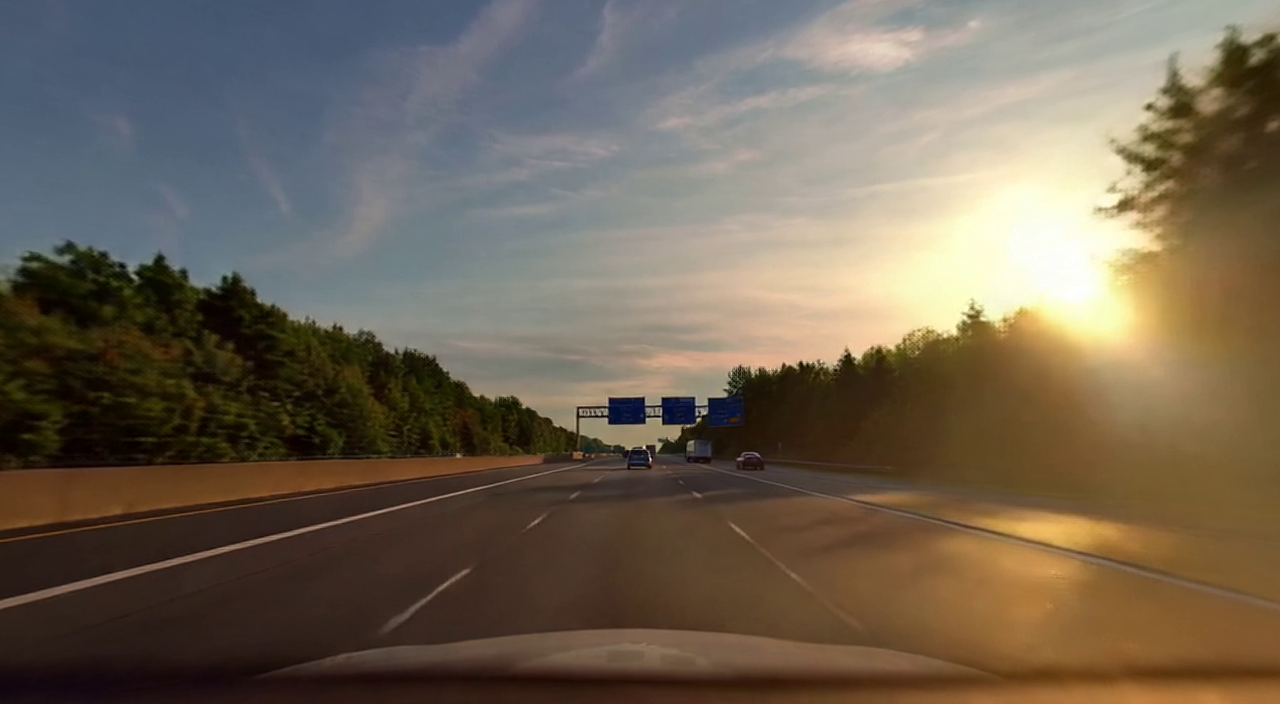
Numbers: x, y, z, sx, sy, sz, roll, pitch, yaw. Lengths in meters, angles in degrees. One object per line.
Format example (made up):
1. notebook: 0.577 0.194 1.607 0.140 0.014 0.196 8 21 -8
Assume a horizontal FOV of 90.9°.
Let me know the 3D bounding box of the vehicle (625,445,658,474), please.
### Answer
1. vehicle: 0.104 7.253 42.705 2.167 1.847 4.097 0 -9 0
